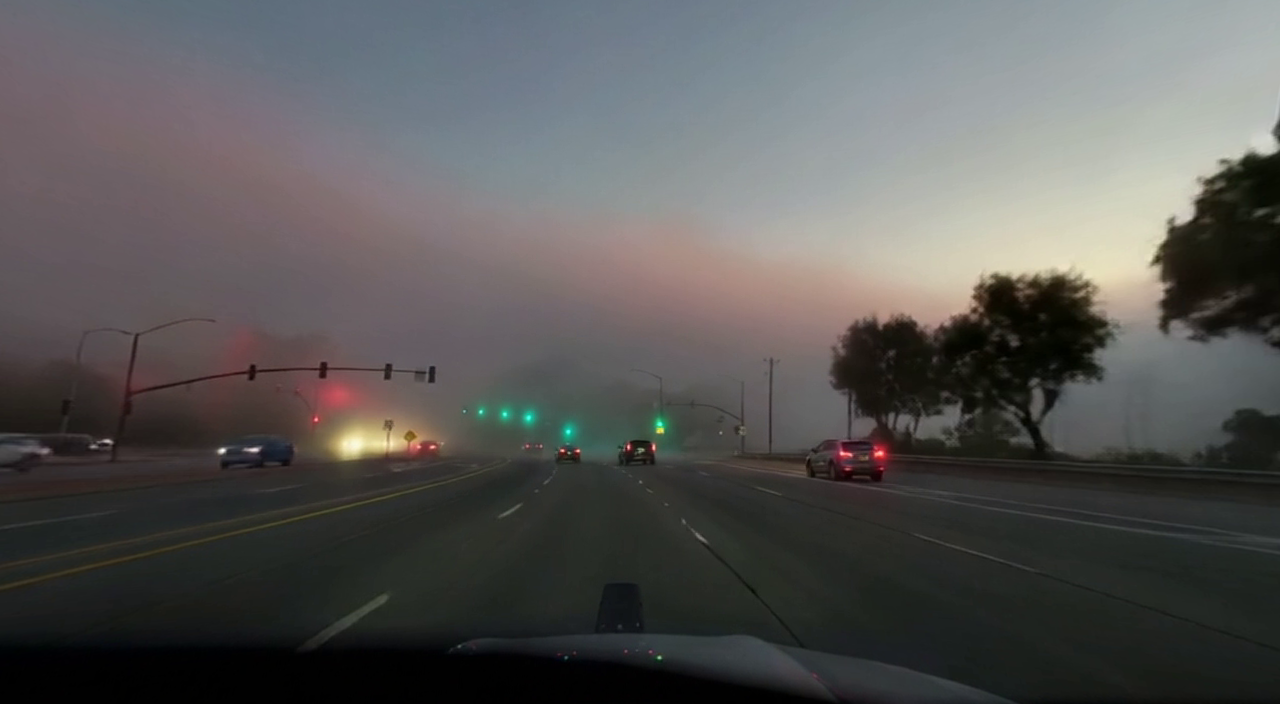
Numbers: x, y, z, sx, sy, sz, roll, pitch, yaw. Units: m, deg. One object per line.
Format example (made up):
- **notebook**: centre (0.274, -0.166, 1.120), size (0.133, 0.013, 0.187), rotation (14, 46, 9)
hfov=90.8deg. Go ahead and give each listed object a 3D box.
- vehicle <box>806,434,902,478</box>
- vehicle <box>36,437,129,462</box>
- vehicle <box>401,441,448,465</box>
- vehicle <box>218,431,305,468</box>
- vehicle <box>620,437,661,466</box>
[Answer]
- **vehicle**: centre (9.064, 4.441, 27.225), size (2.130, 1.741, 4.665), rotation (1, -8, -5)
- **vehicle**: centre (-40.868, 7.182, 46.494), size (4.798, 1.639, 2.085), rotation (7, -10, -35)
- **vehicle**: centre (-15.495, 7.255, 45.703), size (2.399, 1.624, 4.585), rotation (1, -9, -8)
- **vehicle**: centre (-19.702, 5.107, 33.174), size (2.089, 1.794, 4.766), rotation (1, -9, -7)
- **vehicle**: centre (-0.038, 6.182, 39.415), size (2.024, 1.724, 3.928), rotation (1, -9, -8)
